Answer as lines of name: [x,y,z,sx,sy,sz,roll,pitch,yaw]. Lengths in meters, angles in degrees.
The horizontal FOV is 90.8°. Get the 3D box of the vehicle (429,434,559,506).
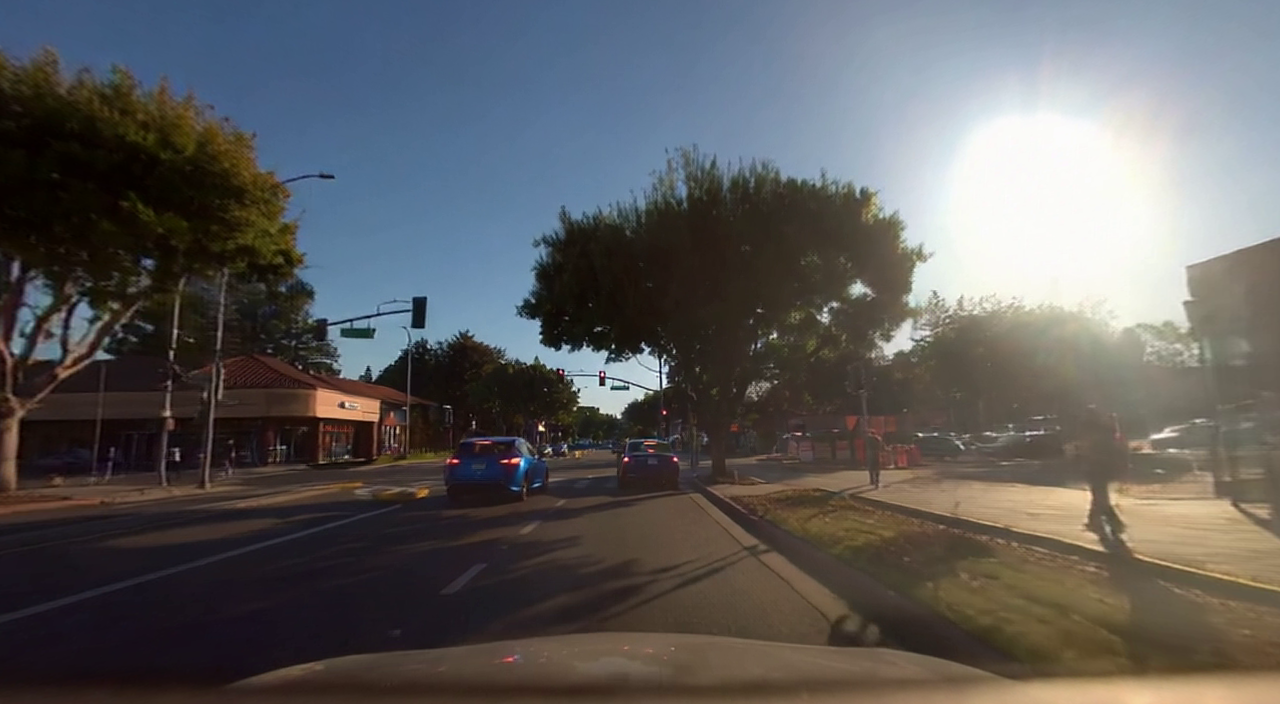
vehicle: [-3.286,2.749,15.185,2.032,1.467,4.411,0,-8,1]

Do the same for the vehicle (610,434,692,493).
vehicle: [0.268,3.122,18.008,2.059,1.456,4.047,0,-8,0]
